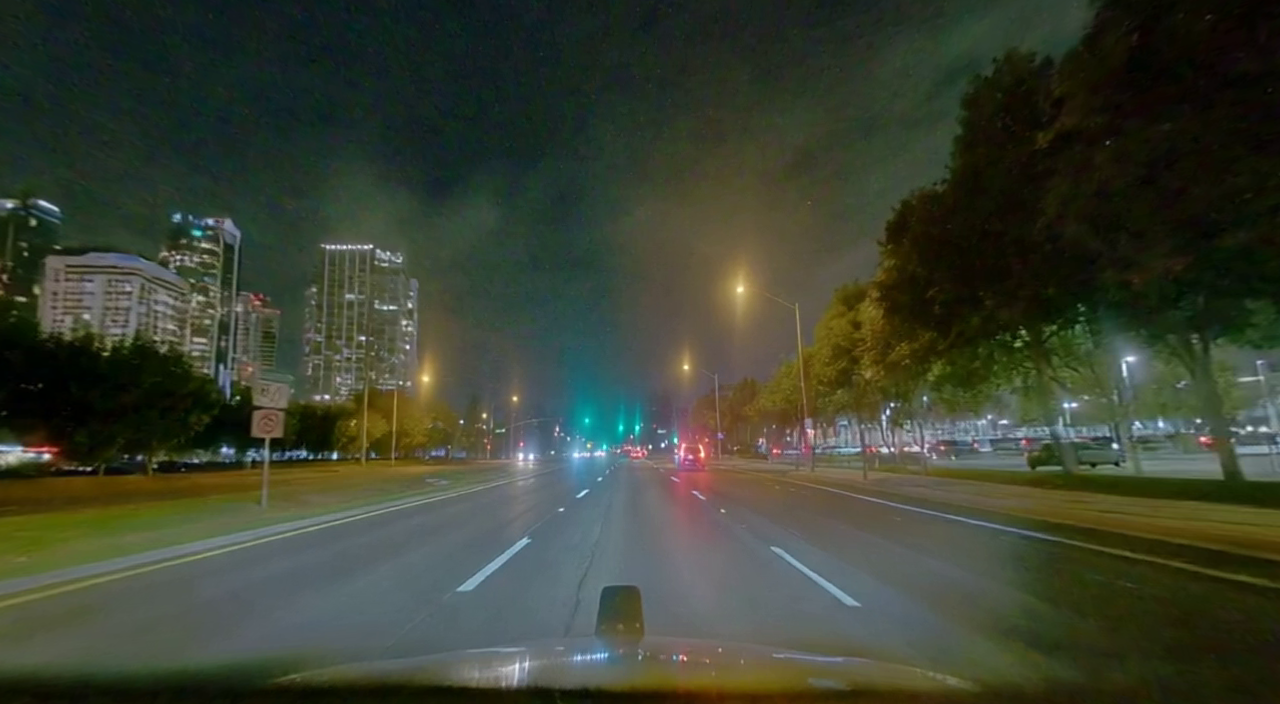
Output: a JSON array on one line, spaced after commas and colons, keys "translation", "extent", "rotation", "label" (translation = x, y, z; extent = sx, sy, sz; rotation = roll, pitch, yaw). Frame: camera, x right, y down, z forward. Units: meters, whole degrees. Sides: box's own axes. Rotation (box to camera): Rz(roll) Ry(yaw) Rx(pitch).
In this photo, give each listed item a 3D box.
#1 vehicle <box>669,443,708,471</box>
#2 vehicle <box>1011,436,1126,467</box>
[{"translation": [3.177, 6.992, 42.198], "extent": [2.069, 1.761, 4.610], "rotation": [0, -9, -2], "label": "vehicle"}, {"translation": [21.844, 5.090, 32.358], "extent": [4.217, 1.470, 2.173], "rotation": [-1, -9, 2], "label": "vehicle"}]
